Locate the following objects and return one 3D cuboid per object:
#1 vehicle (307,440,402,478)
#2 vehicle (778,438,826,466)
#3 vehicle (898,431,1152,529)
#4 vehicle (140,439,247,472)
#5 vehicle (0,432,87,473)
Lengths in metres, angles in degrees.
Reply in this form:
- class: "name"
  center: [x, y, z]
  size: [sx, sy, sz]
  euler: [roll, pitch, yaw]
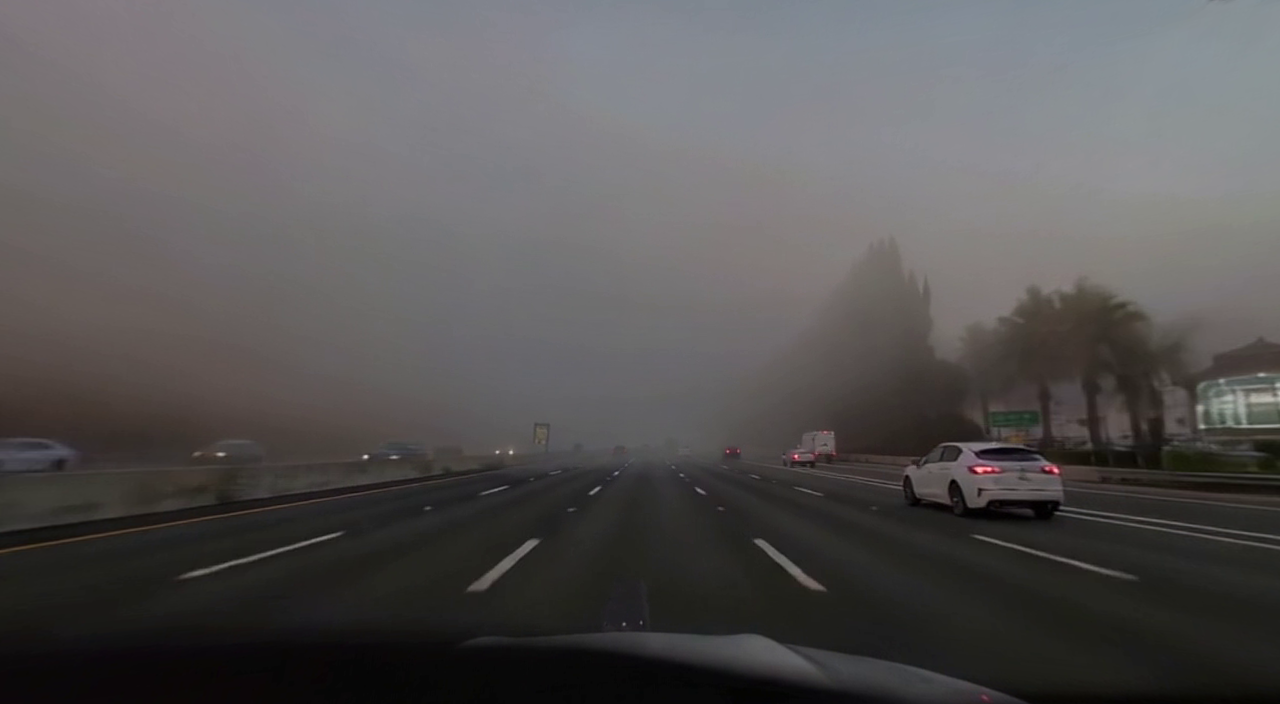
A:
- class: "vehicle"
  center: [-12.035, 4.526, 26.962]
  size: [1.914, 1.462, 4.500]
  euler: [0, -8, 1]
- class: "vehicle"
  center: [11.758, 7.295, 46.155]
  size: [2.168, 1.861, 4.678]
  euler: [0, -8, -1]
- class: "vehicle"
  center: [7.136, 2.402, 12.487]
  size: [2.071, 1.543, 4.702]
  euler: [0, -8, 0]
- class: "vehicle"
  center: [-21.853, 5.086, 31.151]
  size: [1.845, 1.487, 4.627]
  euler: [0, -8, 1]
- class: "vehicle"
  center: [-28.561, 4.608, 28.906]
  size: [1.972, 1.747, 4.887]
  euler: [0, -8, 0]
